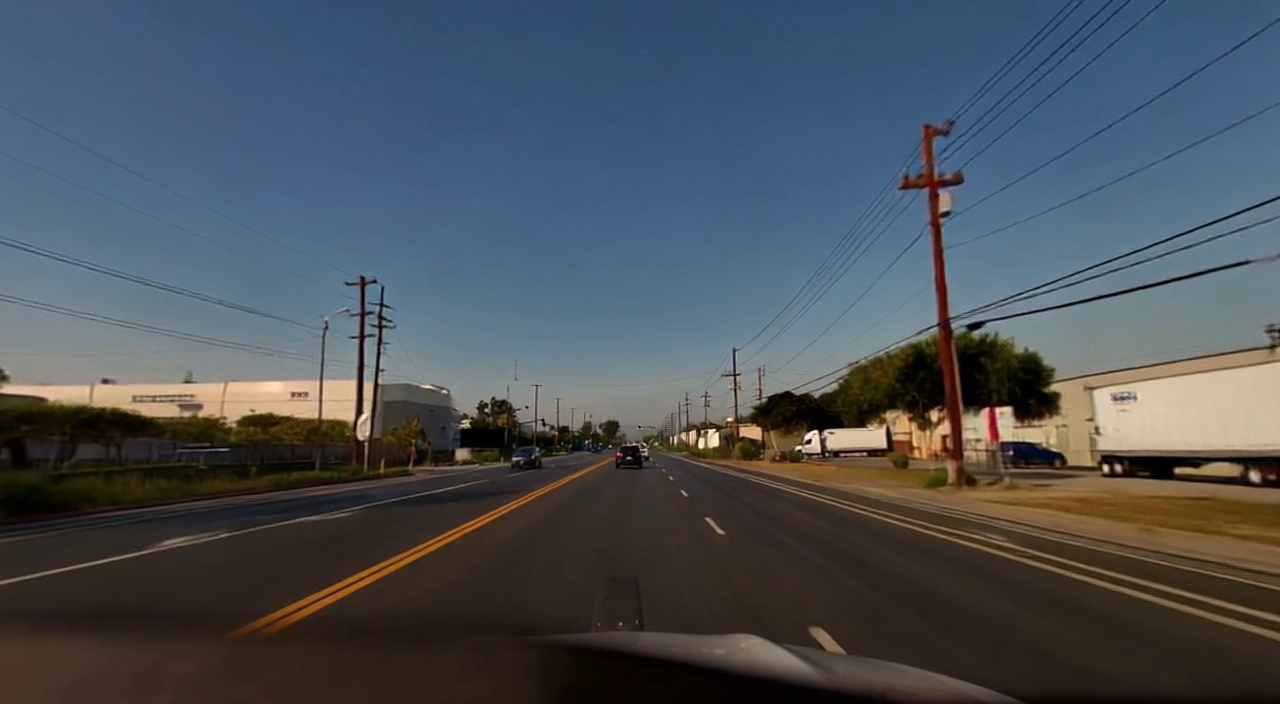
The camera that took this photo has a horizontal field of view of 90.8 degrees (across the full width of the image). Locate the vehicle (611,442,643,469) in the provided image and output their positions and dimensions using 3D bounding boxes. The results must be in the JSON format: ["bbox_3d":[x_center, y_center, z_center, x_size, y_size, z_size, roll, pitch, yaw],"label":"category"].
[{"bbox_3d":[-0.771,6.413,39.218,1.937,1.588,3.746,0,-9,0],"label":"vehicle"}]

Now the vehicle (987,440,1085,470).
[{"bbox_3d":[24.859,6.491,39.790,4.805,1.781,1.974,0,-9,0],"label":"vehicle"}]
